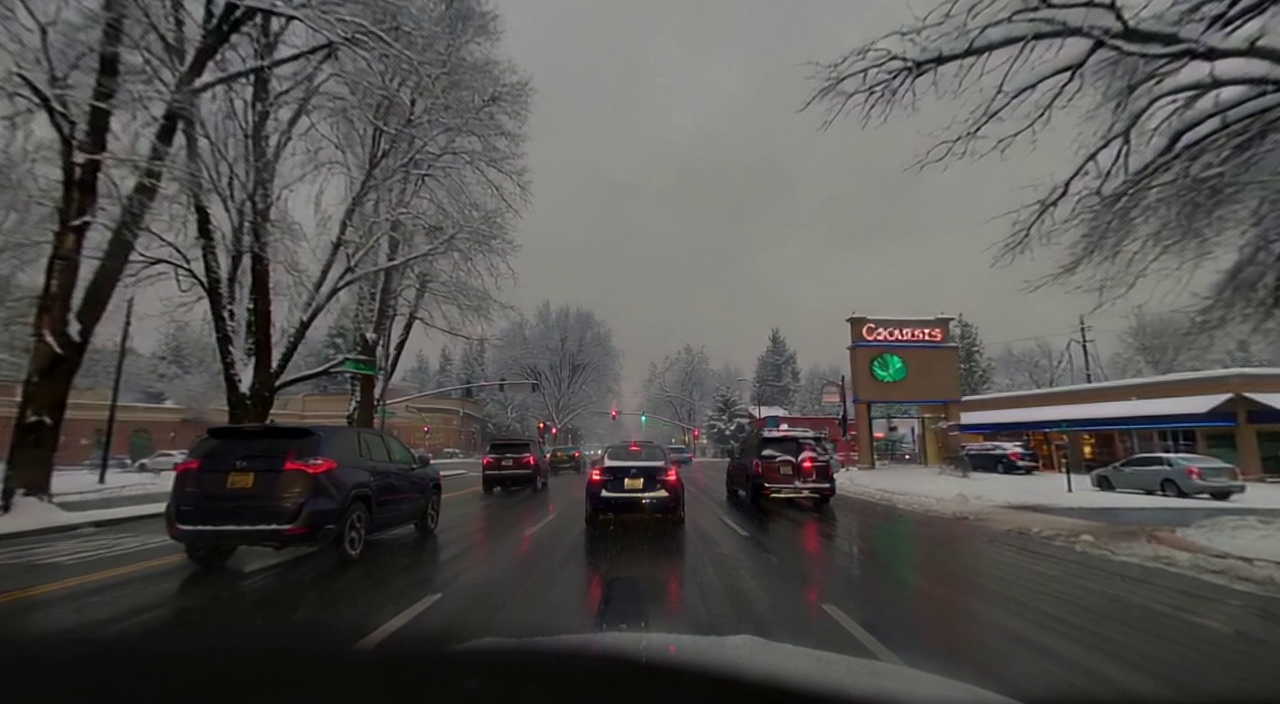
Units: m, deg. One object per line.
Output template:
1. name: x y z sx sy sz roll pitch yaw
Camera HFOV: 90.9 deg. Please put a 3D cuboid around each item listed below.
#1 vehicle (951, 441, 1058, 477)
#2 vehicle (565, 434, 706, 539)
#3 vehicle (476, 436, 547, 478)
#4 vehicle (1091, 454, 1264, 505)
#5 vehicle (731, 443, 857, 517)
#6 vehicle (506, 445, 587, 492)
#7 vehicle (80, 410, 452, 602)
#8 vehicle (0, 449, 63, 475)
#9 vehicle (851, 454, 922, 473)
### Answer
1. vehicle: 18.007 5.273 31.343 1.907 1.669 4.147 5 -10 -28
2. vehicle: -0.068 2.327 11.534 2.121 1.563 4.031 0 -8 0
3. vehicle: -6.709 5.575 33.787 2.321 2.013 5.640 0 -8 3
4. vehicle: 17.351 4.092 20.735 1.860 1.408 4.631 -1 -8 4
5. vehicle: 3.448 2.927 14.990 1.979 1.485 4.207 0 -8 1
6. vehicle: -3.189 4.064 22.422 2.126 1.490 4.265 0 -8 2
7. vehicle: -3.933 1.660 7.662 1.983 1.685 3.997 0 -8 1
8. vehicle: -47.344 8.311 47.659 4.989 1.852 2.136 5 -10 -30
9. vehicle: 19.361 8.773 49.638 4.795 1.457 1.986 0 -9 4
